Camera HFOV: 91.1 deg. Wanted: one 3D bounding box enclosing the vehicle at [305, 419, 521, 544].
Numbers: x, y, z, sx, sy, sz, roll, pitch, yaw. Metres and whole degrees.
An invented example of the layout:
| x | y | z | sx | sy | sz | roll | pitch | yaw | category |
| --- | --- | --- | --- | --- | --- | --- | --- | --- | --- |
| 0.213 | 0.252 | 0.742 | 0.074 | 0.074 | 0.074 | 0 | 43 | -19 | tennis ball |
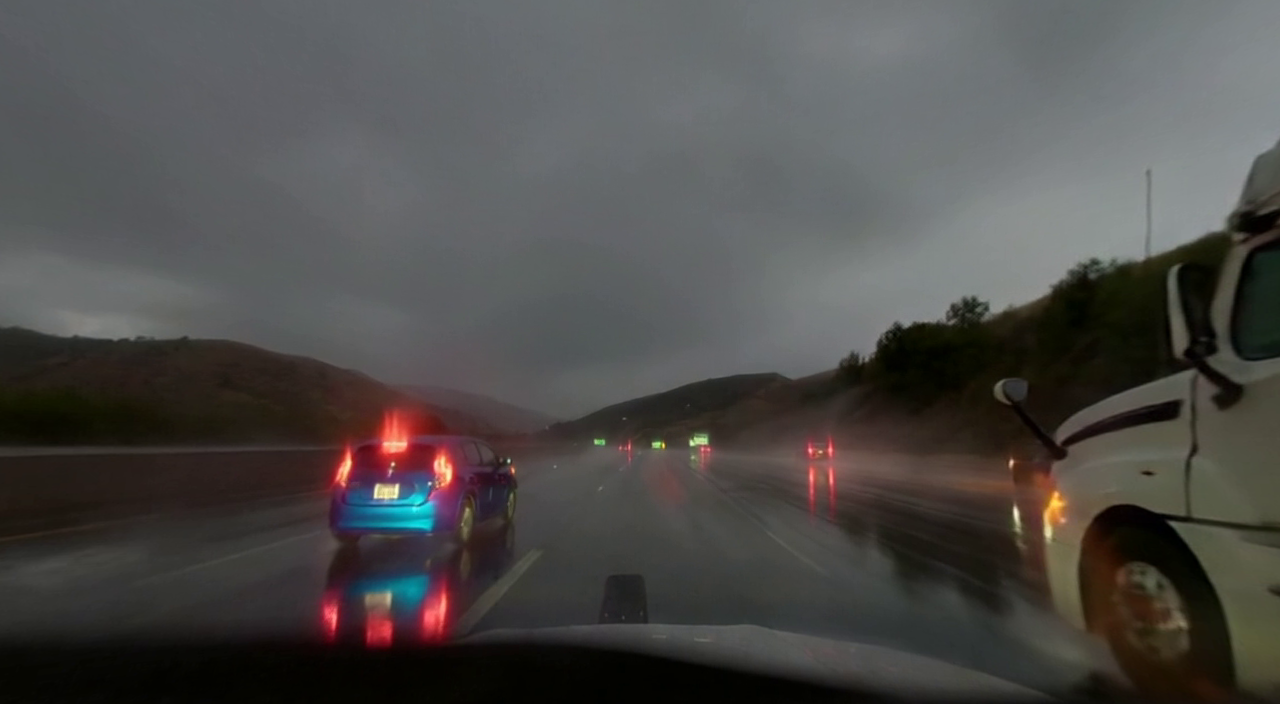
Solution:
| x | y | z | sx | sy | sz | roll | pitch | yaw | category |
| --- | --- | --- | --- | --- | --- | --- | --- | --- | --- |
| -3.350 | 1.988 | 10.208 | 1.967 | 1.615 | 3.886 | 0 | -8 | 1 | vehicle |

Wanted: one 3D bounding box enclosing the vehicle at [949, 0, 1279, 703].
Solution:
| x | y | z | sx | sy | sz | roll | pitch | yaw | category |
| --- | --- | --- | --- | --- | --- | --- | --- | --- | --- |
| 4.004 | -0.326 | 0.616 | 3.277 | 3.871 | 7.882 | 0 | -8 | 0 | vehicle |

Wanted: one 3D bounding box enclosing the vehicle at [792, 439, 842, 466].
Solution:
| x | y | z | sx | sy | sz | roll | pitch | yaw | category |
| --- | --- | --- | --- | --- | --- | --- | --- | --- | --- |
| 11.966 | 6.821 | 42.740 | 2.062 | 1.736 | 4.589 | 0 | -8 | 0 | vehicle |
